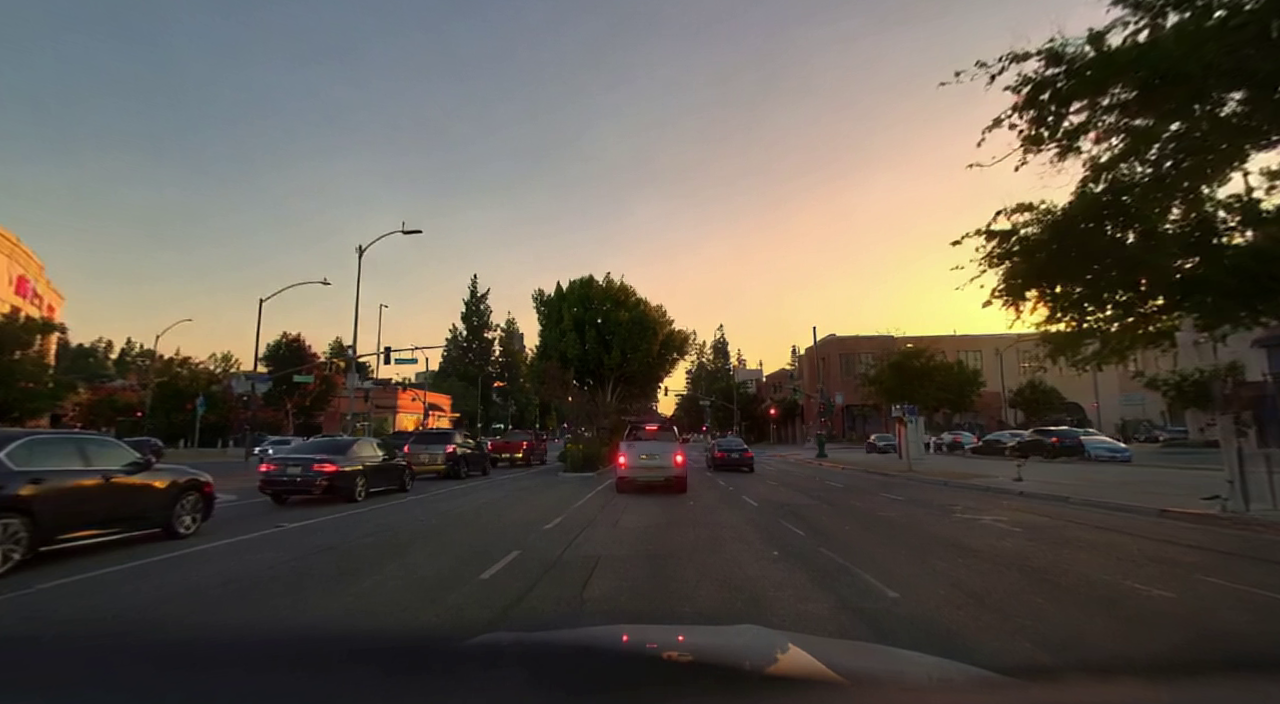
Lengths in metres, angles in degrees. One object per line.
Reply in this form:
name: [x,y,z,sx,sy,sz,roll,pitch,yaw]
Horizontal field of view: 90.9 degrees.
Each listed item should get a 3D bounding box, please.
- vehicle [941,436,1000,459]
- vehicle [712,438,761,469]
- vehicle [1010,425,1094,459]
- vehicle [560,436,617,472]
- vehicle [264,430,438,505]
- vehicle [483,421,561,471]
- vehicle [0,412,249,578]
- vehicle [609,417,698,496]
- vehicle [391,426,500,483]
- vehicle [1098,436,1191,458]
vehicle: [21.979,6.345,41.903,3.836,1.443,1.694,5,-10,-32]
vehicle: [4.769,5.081,31.818,2.023,1.441,4.240,0,-8,3]
vehicle: [20.769,4.547,31.768,4.156,1.622,1.924,6,-10,-33]
vehicle: [-2.195,4.522,28.075,1.894,1.461,4.080,-1,-8,4]
vehicle: [-6.399,2.594,14.632,1.831,1.451,4.382,0,-8,2]
vehicle: [-5.290,4.310,29.008,2.496,2.112,4.351,-1,-8,4]
vehicle: [-6.783,1.499,7.064,1.901,1.510,4.367,0,-8,1]
vehicle: [0.367,2.749,16.886,2.064,1.817,4.298,0,-8,2]
vehicle: [-6.259,3.361,20.910,1.941,1.655,4.503,0,-8,3]
vehicle: [31.146,5.846,38.968,4.176,1.313,1.719,0,-8,3]
